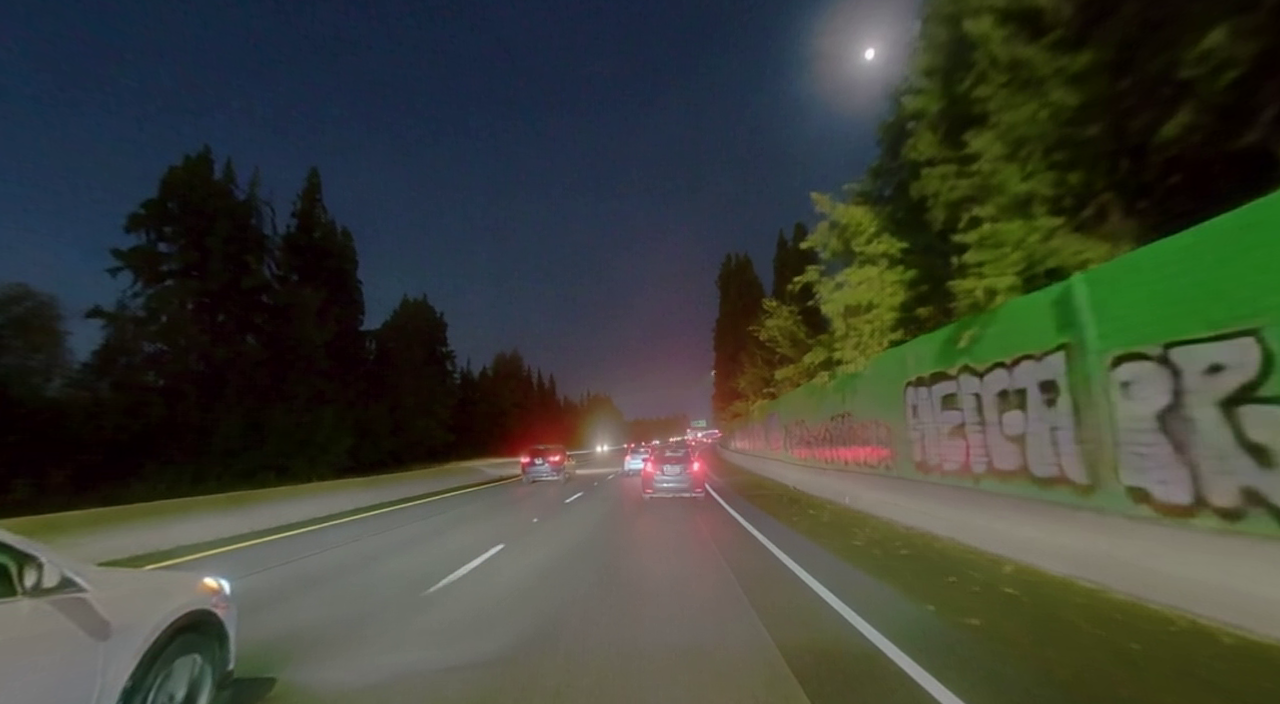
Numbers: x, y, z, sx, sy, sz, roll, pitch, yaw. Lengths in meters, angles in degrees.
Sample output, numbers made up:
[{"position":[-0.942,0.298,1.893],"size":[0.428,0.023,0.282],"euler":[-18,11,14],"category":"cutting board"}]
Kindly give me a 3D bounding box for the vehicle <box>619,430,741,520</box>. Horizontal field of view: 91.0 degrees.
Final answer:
[{"position":[0.734,2.394,12.765],"size":[2.077,1.533,3.854],"euler":[0,-8,2],"category":"vehicle"}]

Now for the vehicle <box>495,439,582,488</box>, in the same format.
[{"position":[-3.264,3.667,21.117],"size":[2.059,1.471,4.152],"euler":[0,-8,3],"category":"vehicle"}]
